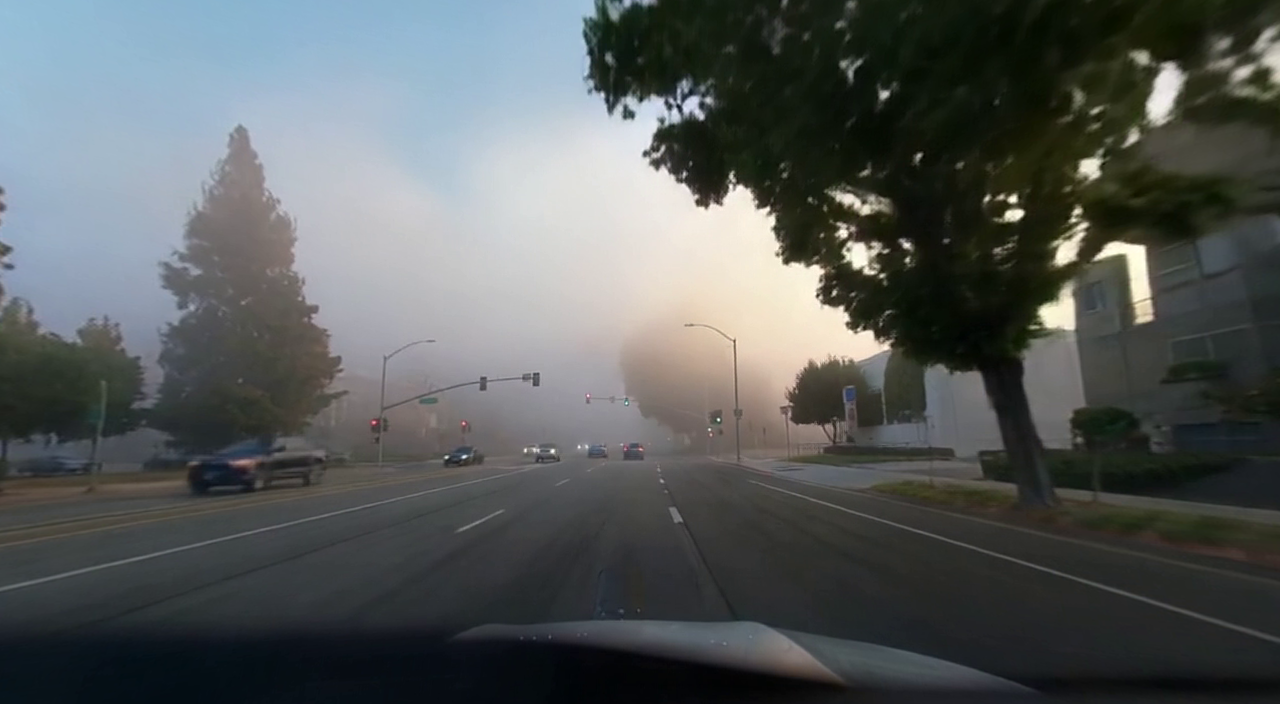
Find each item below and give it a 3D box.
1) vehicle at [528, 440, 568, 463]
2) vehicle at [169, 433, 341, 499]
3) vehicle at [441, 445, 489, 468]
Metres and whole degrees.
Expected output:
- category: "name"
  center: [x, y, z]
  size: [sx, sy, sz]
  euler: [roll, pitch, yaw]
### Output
- category: "vehicle"
  center: [-7.200, 7.832, 49.806]
  size: [2.262, 1.708, 4.466]
  euler: [-1, -9, 2]
- category: "vehicle"
  center: [-11.976, 3.575, 20.252]
  size: [2.184, 1.812, 5.245]
  euler: [0, -9, 0]
- category: "vehicle"
  center: [-11.936, 7.148, 43.438]
  size: [1.987, 1.445, 4.482]
  euler: [0, -9, 1]
